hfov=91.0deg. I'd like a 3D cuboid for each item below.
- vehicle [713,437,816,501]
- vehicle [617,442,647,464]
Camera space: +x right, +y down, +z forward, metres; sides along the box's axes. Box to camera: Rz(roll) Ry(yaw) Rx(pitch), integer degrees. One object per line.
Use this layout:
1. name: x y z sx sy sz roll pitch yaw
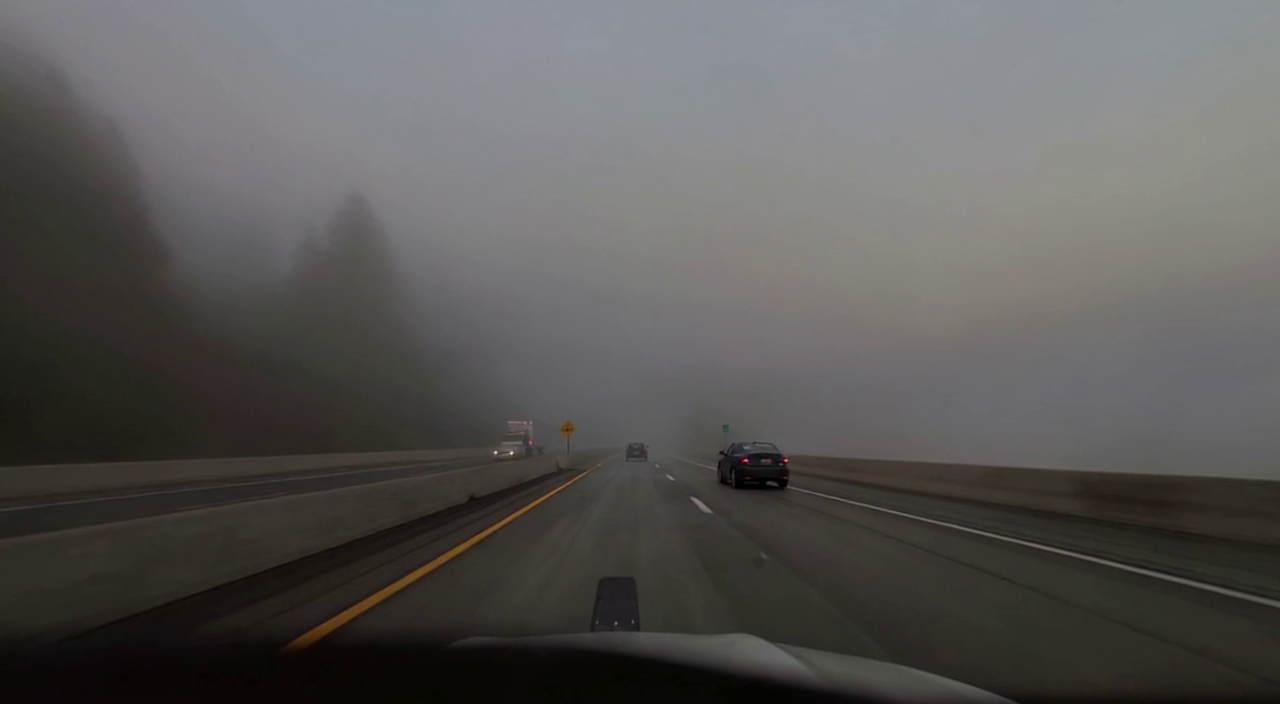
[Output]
1. vehicle: 3.321 3.187 17.602 2.146 1.546 3.796 -1 -8 1
2. vehicle: -0.610 7.697 48.258 2.178 1.559 4.254 -1 -8 -1
